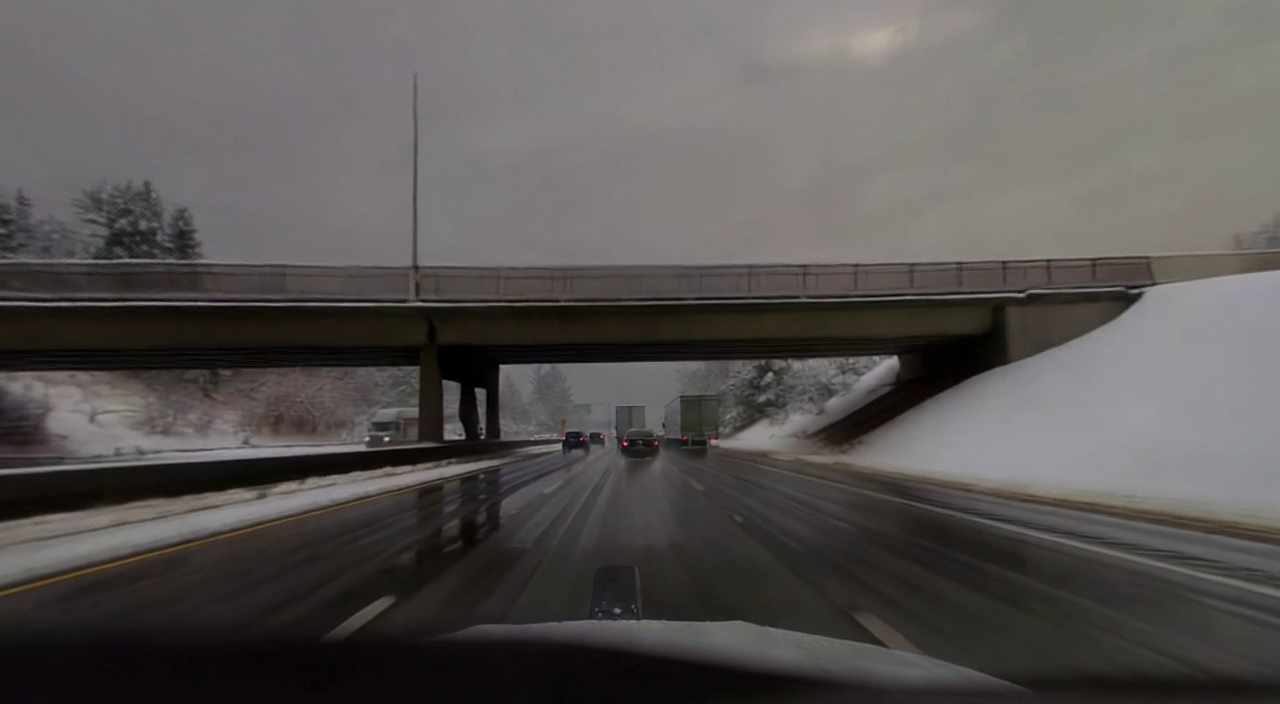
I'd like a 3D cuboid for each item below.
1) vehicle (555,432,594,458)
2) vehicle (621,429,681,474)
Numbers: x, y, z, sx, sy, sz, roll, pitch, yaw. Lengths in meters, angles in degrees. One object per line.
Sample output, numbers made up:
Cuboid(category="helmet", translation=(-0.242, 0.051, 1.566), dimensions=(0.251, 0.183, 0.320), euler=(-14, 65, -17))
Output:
Cuboid(category="vehicle", translation=(-4.065, 5.805, 39.649), dimensions=(1.979, 1.527, 4.754), euler=(0, -8, -1))
Cuboid(category="vehicle", translation=(0.324, 3.678, 23.507), dimensions=(2.059, 1.522, 3.693), euler=(0, -8, -1))
